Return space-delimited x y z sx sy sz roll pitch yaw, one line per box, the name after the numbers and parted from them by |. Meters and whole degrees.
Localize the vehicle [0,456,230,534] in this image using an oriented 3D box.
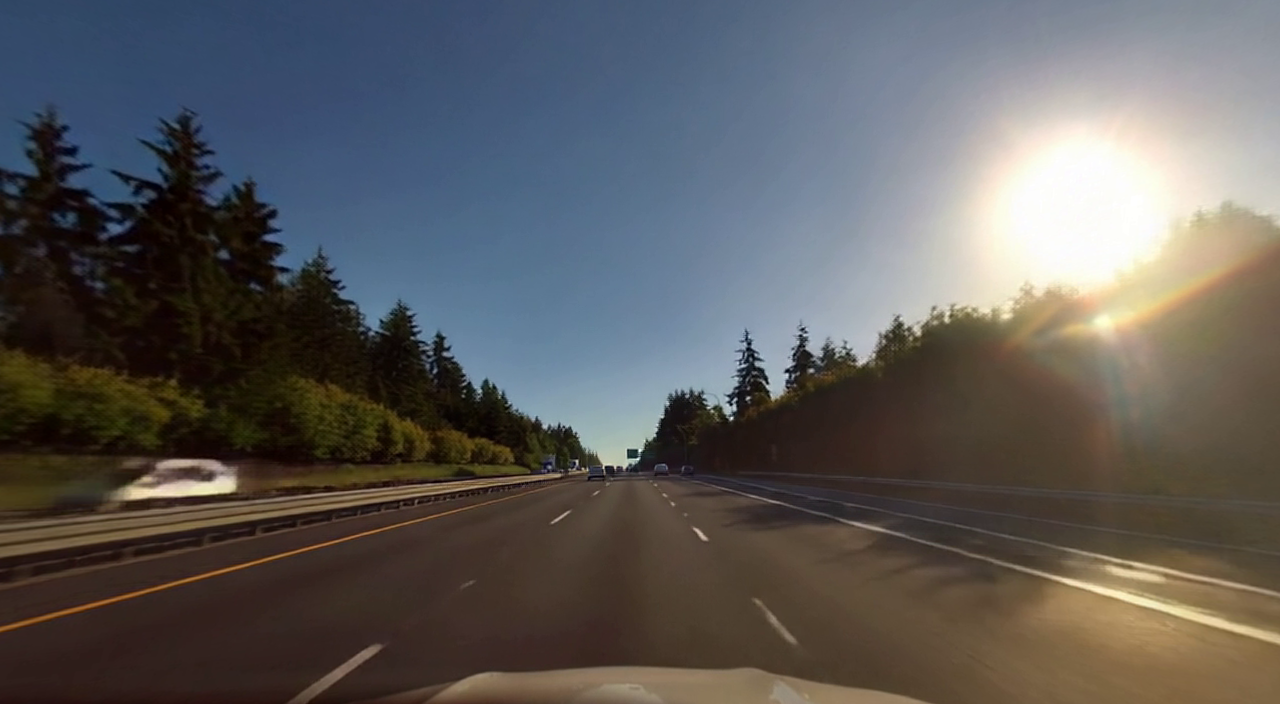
-12.118 3.295 14.932 1.864 1.517 4.275 1 -11 0 | vehicle
